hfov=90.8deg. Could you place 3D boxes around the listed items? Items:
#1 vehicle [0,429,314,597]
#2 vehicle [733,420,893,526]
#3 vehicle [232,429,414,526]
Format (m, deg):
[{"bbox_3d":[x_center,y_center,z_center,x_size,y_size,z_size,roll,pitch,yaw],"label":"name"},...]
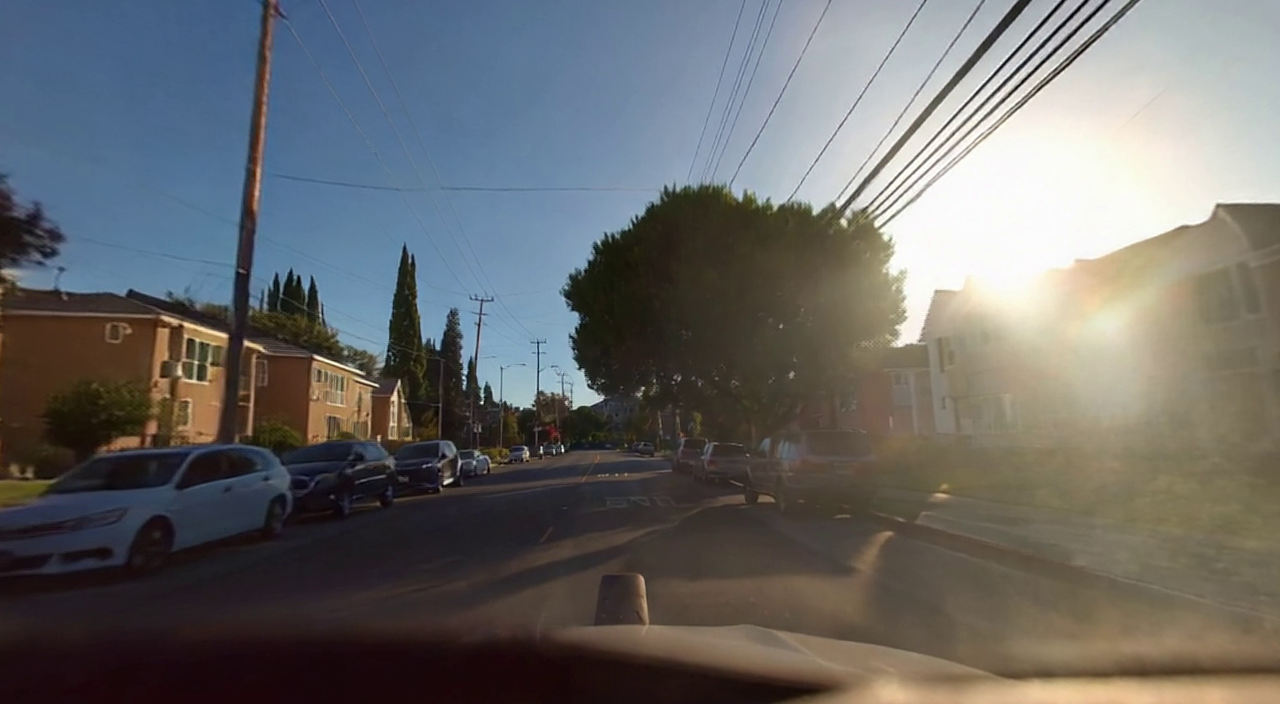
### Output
[{"bbox_3d":[-6.289,1.874,8.390,1.863,1.561,4.380,-3,-7,-4],"label":"vehicle"},{"bbox_3d":[3.205,2.344,12.716,1.936,1.756,4.127,0,-9,-2],"label":"vehicle"},{"bbox_3d":[-6.642,2.614,13.914,1.988,1.734,4.400,-1,-8,-4],"label":"vehicle"}]
